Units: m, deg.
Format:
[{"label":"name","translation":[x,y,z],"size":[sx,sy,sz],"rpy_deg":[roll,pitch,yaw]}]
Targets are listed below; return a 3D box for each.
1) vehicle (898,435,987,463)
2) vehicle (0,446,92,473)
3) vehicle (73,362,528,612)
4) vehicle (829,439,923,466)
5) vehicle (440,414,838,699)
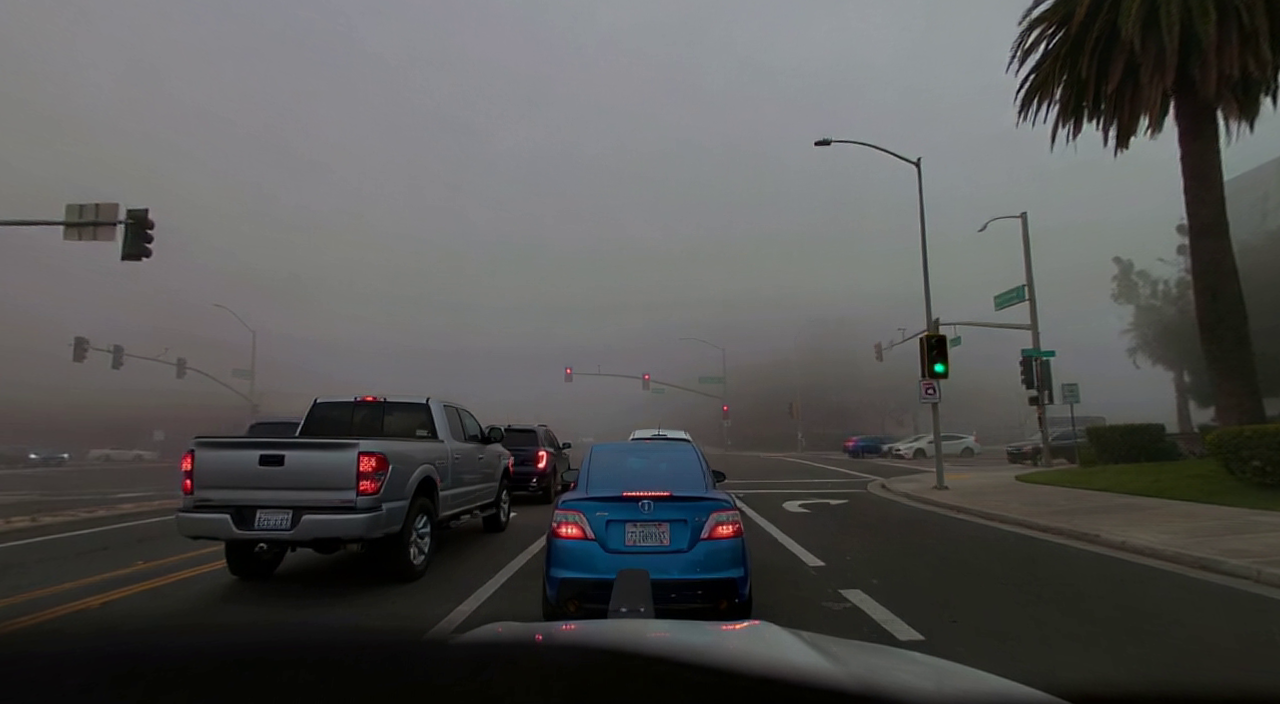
[{"label":"vehicle","translation":[18.852,6.079,39.283],"size":[4.466,1.717,1.963],"rpy_deg":[0,-8,3]},{"label":"vehicle","translation":[-37.125,6.632,38.835],"size":[4.576,1.617,1.937],"rpy_deg":[0,-8,2]},{"label":"vehicle","translation":[-3.239,1.481,7.897],"size":[2.330,1.969,5.626],"rpy_deg":[-1,-8,3]},{"label":"vehicle","translation":[13.628,5.836,36.586],"size":[4.862,1.481,2.275],"rpy_deg":[-2,-9,16]},{"label":"vehicle","translation":[0.026,1.400,5.501],"size":[2.122,1.501,4.152],"rpy_deg":[0,-8,1]}]
